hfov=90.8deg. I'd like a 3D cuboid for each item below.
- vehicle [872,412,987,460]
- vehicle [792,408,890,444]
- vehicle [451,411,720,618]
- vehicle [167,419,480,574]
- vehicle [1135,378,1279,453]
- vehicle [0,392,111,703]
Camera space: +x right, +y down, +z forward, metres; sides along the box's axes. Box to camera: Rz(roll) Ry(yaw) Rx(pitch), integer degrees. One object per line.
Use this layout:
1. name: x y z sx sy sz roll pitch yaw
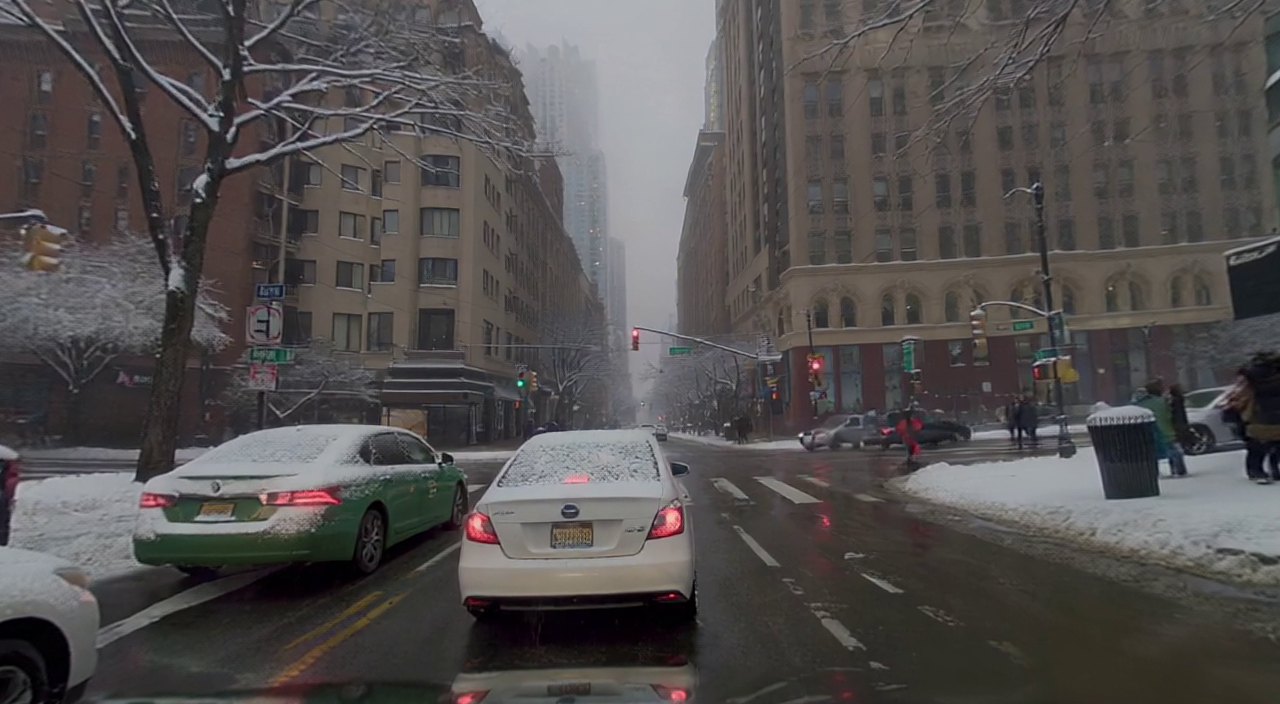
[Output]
1. vehicle: 10.992 3.199 23.900 4.392 1.667 1.958 6 -10 -35
2. vehicle: 10.465 3.923 32.947 4.657 1.769 1.979 4 -9 -24
3. vehicle: -0.423 1.501 6.729 1.999 1.520 3.896 0 -8 -1
4. vehicle: -3.696 1.756 8.472 1.934 1.522 4.287 0 -8 0
5. vehicle: 21.622 2.356 22.887 5.863 2.493 2.354 2 -9 -12
6. vehicle: -3.920 0.705 1.186 1.995 1.524 4.438 0 -8 0
